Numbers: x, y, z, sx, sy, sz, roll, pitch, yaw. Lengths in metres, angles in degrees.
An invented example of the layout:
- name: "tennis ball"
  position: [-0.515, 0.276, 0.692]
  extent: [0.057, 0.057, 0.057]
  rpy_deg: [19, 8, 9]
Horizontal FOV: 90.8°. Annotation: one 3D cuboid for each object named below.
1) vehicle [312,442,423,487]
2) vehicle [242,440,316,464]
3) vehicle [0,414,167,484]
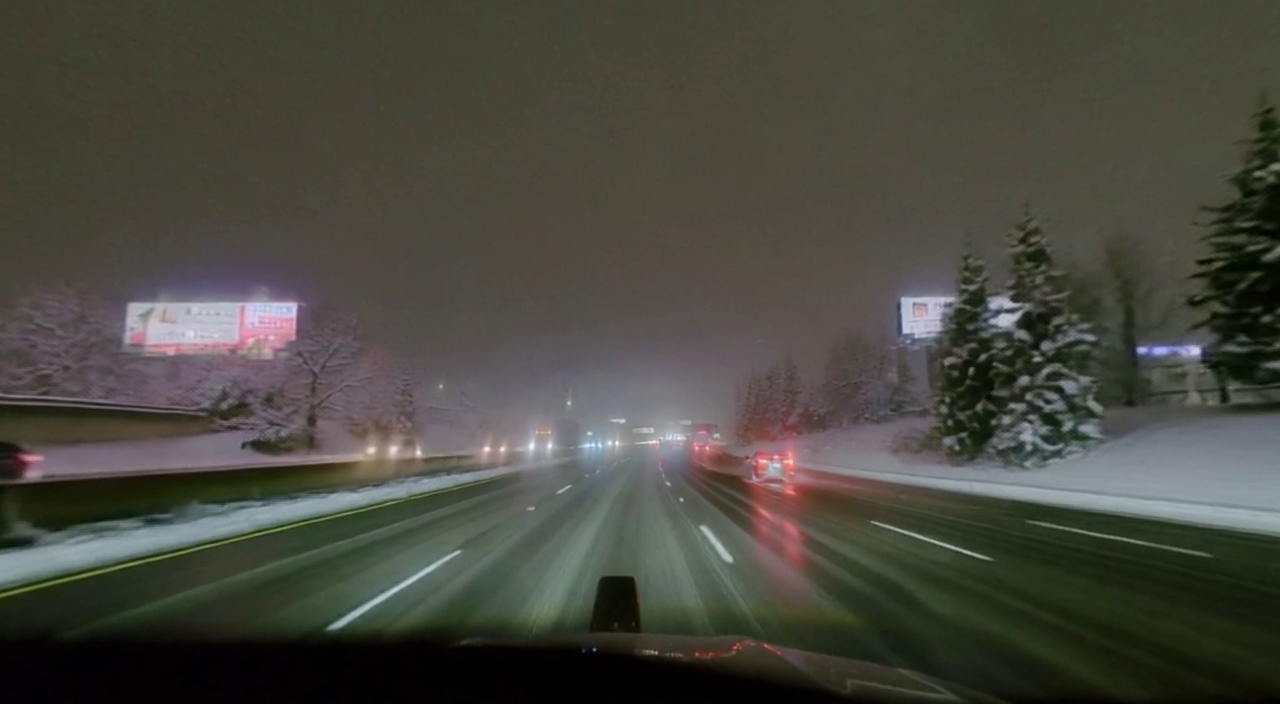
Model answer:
- name: "vehicle"
  position: [-9.478, 3.937, 22.433]
  extent: [1.938, 1.430, 4.392]
  rpy_deg: [0, -9, 1]
- name: "vehicle"
  position: [-22.607, 6.303, 39.759]
  extent: [1.867, 1.408, 4.507]
  rpy_deg: [0, -9, 2]
- name: "vehicle"
  position: [-19.495, 3.302, 21.633]
  extent: [2.235, 2.061, 5.495]
  rpy_deg: [0, -9, 1]
